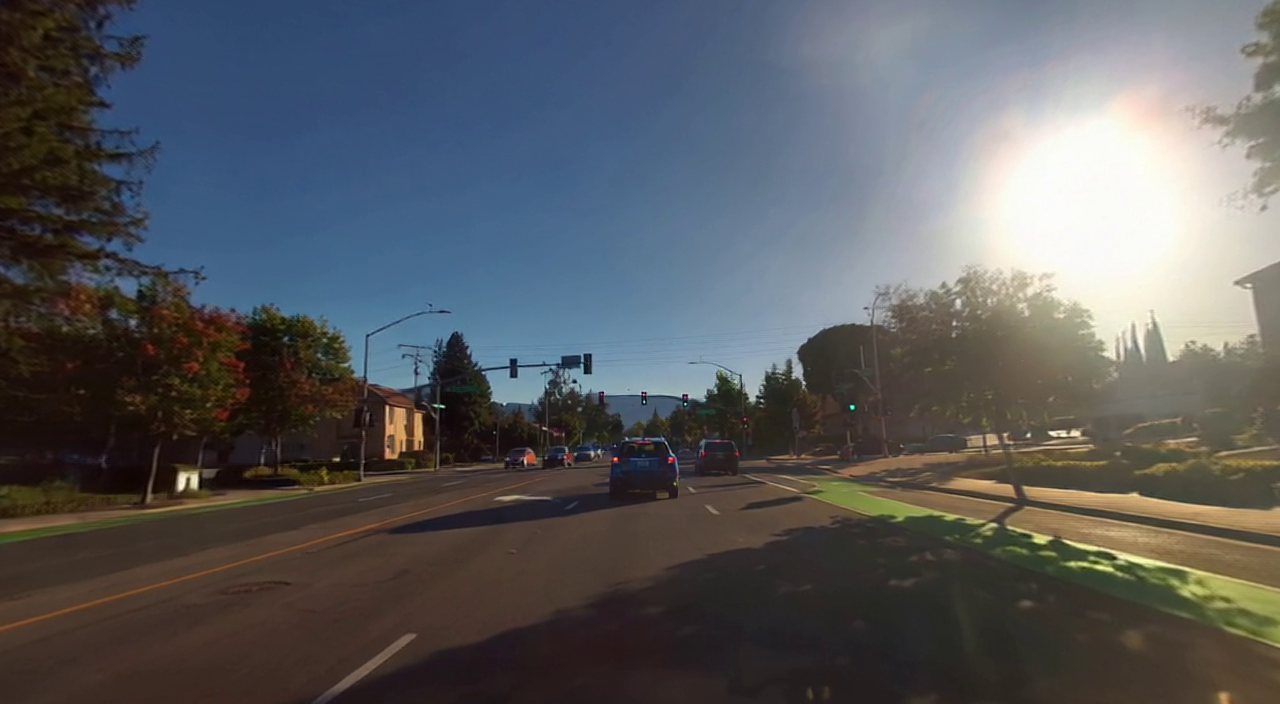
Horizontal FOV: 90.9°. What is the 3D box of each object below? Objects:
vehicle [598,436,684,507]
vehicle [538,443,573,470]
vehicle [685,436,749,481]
[{"bbox_3d":[0.025,3.238,17.528,2.109,1.730,3.963,0,-8,0],"label":"vehicle"},{"bbox_3d":[-6.351,7.881,47.851,1.949,1.891,4.439,0,-8,1],"label":"vehicle"},{"bbox_3d":[3.283,4.655,27.783,2.189,1.815,4.495,0,-8,0],"label":"vehicle"}]
